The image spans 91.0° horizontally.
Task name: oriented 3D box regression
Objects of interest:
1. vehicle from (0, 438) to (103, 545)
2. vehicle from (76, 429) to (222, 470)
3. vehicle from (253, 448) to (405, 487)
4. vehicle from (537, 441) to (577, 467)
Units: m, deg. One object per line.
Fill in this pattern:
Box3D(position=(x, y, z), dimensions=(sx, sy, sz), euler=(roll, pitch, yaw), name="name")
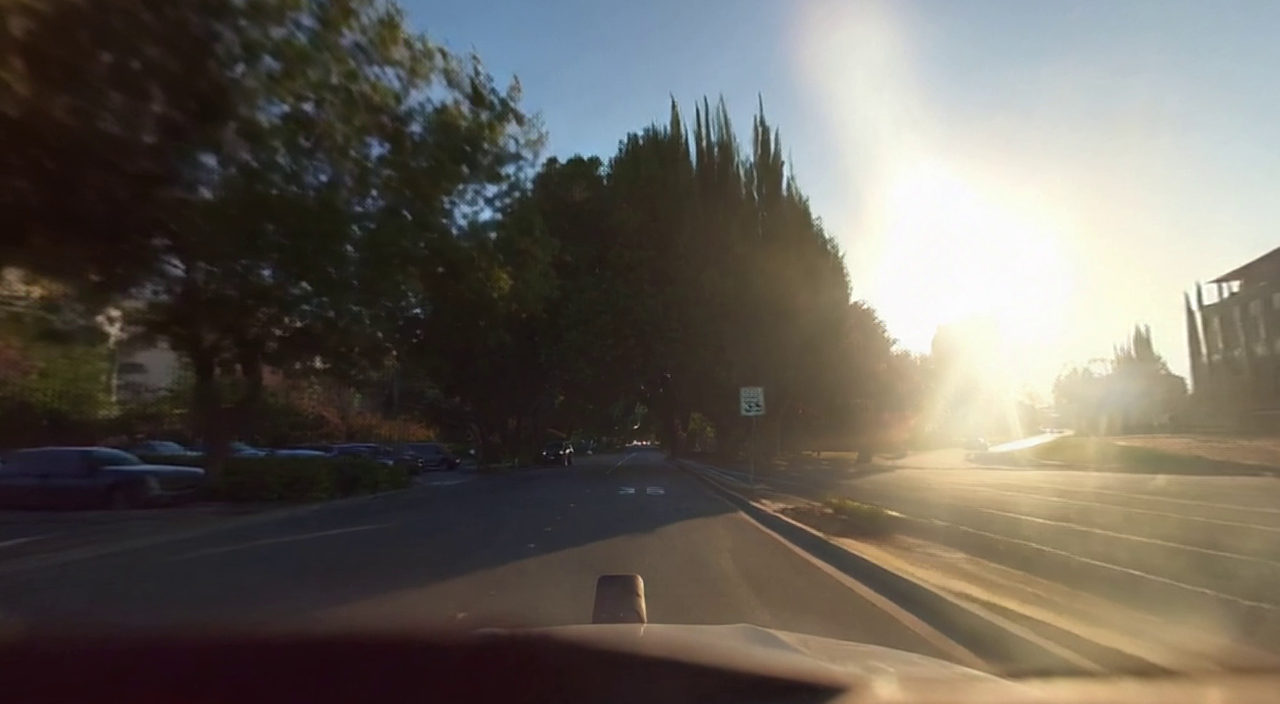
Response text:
Box3D(position=(-12.852, 2.403, 11.079), dimensions=(4.834, 1.743, 2.156), euler=(-1, -8, 2), name="vehicle")
Box3D(position=(-26.101, 5.181, 33.635), dimensions=(5.603, 2.043, 2.554), euler=(0, -9, 1), name="vehicle")
Box3D(position=(-12.946, 4.820, 26.430), dimensions=(5.300, 1.432, 1.951), euler=(1, -9, -1), name="vehicle")
Box3D(position=(-6.435, 7.941, 49.403), dimensions=(2.350, 1.892, 5.542), euler=(0, -8, 1), name="vehicle")
